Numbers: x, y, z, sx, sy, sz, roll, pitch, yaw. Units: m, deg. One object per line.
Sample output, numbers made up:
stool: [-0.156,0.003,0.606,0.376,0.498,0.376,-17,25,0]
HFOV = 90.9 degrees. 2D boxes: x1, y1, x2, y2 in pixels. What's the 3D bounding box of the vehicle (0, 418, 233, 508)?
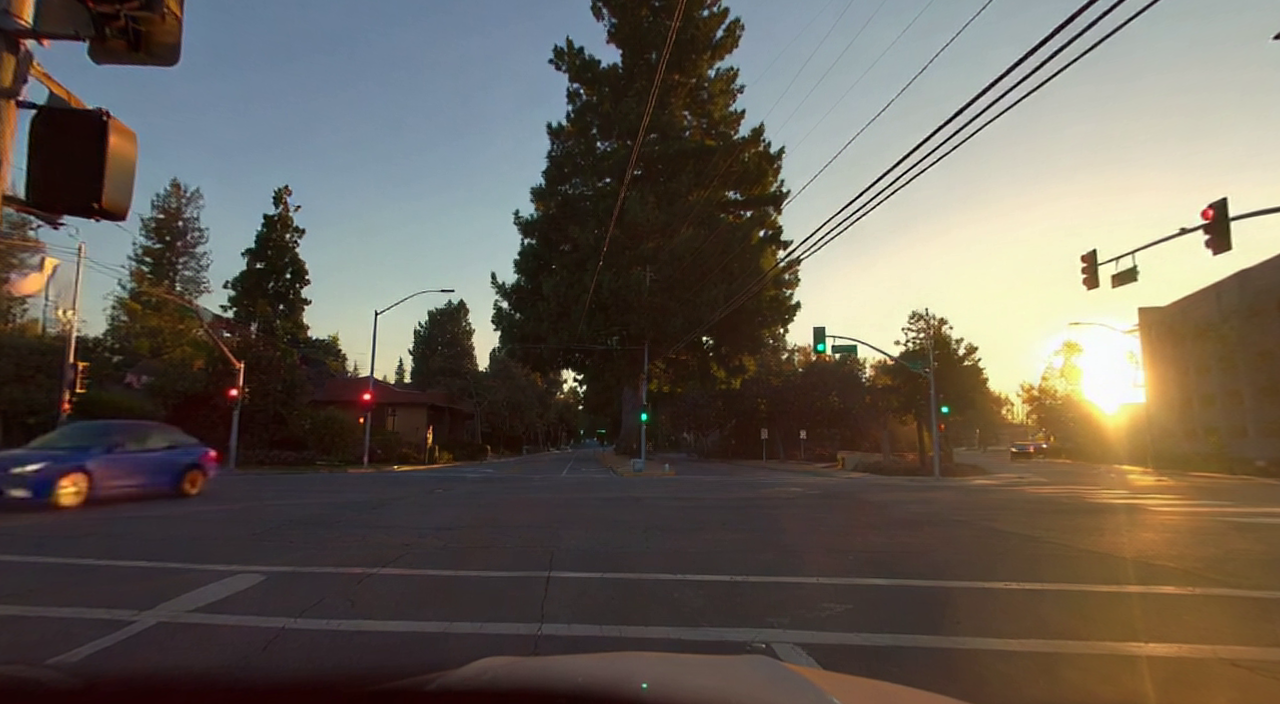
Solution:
vehicle: [-12.739,2.634,15.392,2.238,1.827,5.007,0,-8,0]
